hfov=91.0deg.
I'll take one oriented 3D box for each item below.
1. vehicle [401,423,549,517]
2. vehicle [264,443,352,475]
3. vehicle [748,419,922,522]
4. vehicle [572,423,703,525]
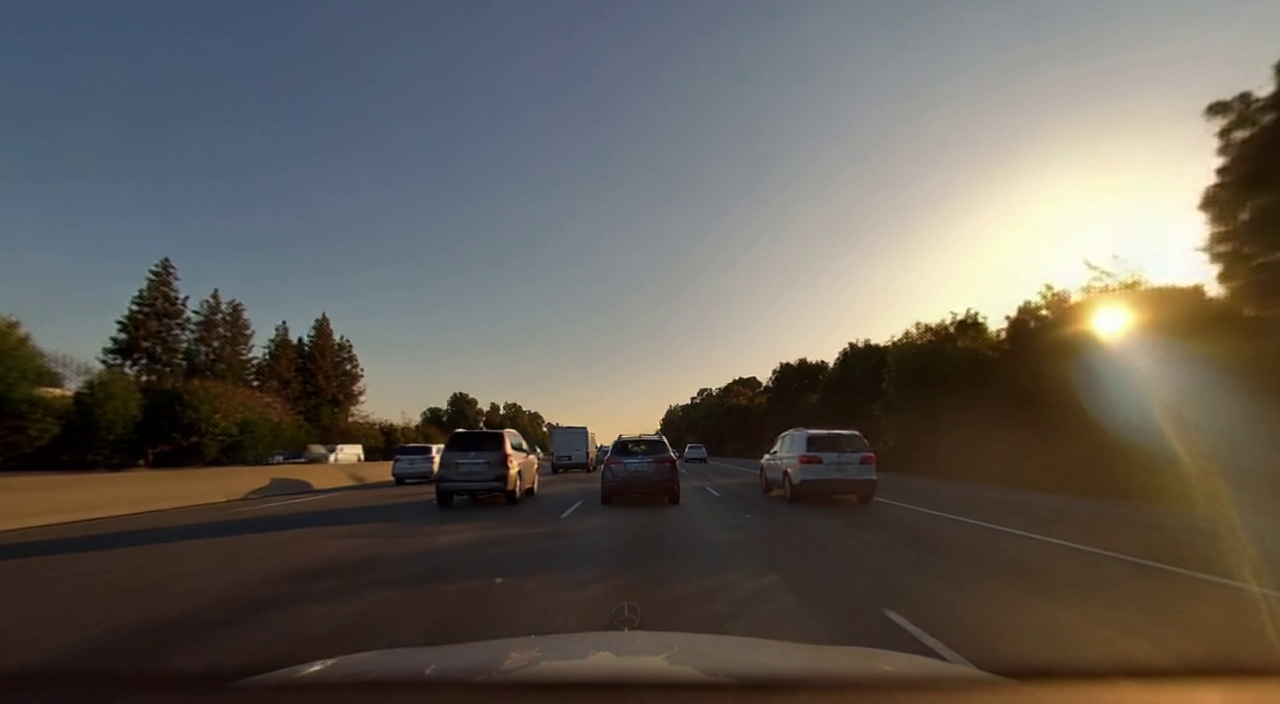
[{"bbox_3d":[-3.502,2.602,14.350,2.142,1.808,4.266,0,-9,1],"label":"vehicle"},{"bbox_3d":[-20.450,6.606,39.201,2.202,1.868,5.948,0,-9,1],"label":"vehicle"},{"bbox_3d":[3.949,2.521,13.972,2.175,1.830,5.173,0,-9,0],"label":"vehicle"},{"bbox_3d":[-0.021,2.387,12.836,2.223,1.722,4.177,0,-9,1],"label":"vehicle"}]
